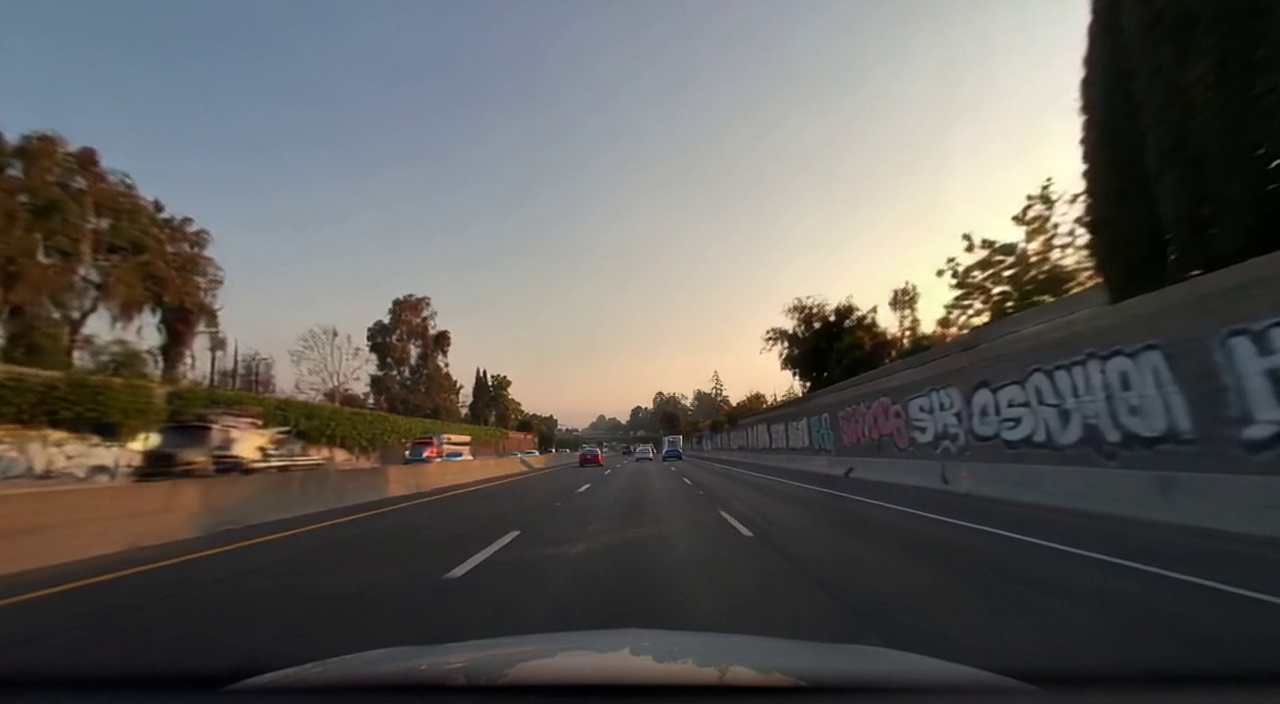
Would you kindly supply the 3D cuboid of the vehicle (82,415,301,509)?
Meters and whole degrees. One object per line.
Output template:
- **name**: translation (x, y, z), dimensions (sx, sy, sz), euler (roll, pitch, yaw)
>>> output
- **vehicle**: translation (-16.884, 4.235, 24.660), dimensions (2.908, 3.076, 7.474), euler (-1, -9, 1)

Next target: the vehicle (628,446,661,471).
- **vehicle**: translation (0.261, 6.920, 41.008), dimensions (2.009, 1.506, 4.091), euler (-1, -9, 0)

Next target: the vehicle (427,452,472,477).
- **vehicle**: translation (-12.328, 7.296, 40.952), dimensions (1.853, 1.521, 3.633), euler (0, -9, -1)

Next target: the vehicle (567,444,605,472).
- **vehicle**: translation (-3.459, 6.927, 41.260), dimensions (2.095, 1.671, 4.193), euler (-1, -9, 1)
